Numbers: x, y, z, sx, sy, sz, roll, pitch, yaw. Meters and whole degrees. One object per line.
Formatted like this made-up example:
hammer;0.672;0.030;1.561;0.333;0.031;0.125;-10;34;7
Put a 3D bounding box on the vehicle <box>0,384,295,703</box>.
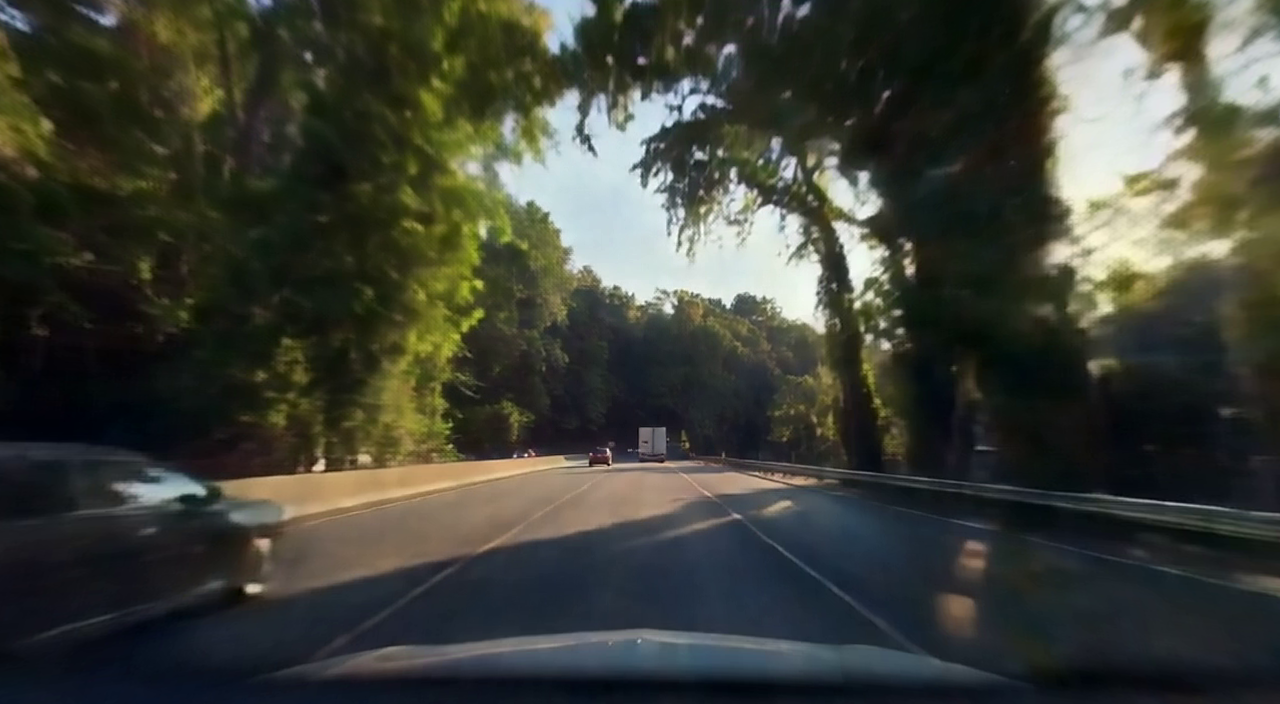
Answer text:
vehicle;-3.933;1.001;3.090;2.057;1.618;4.212;0;-9;0
